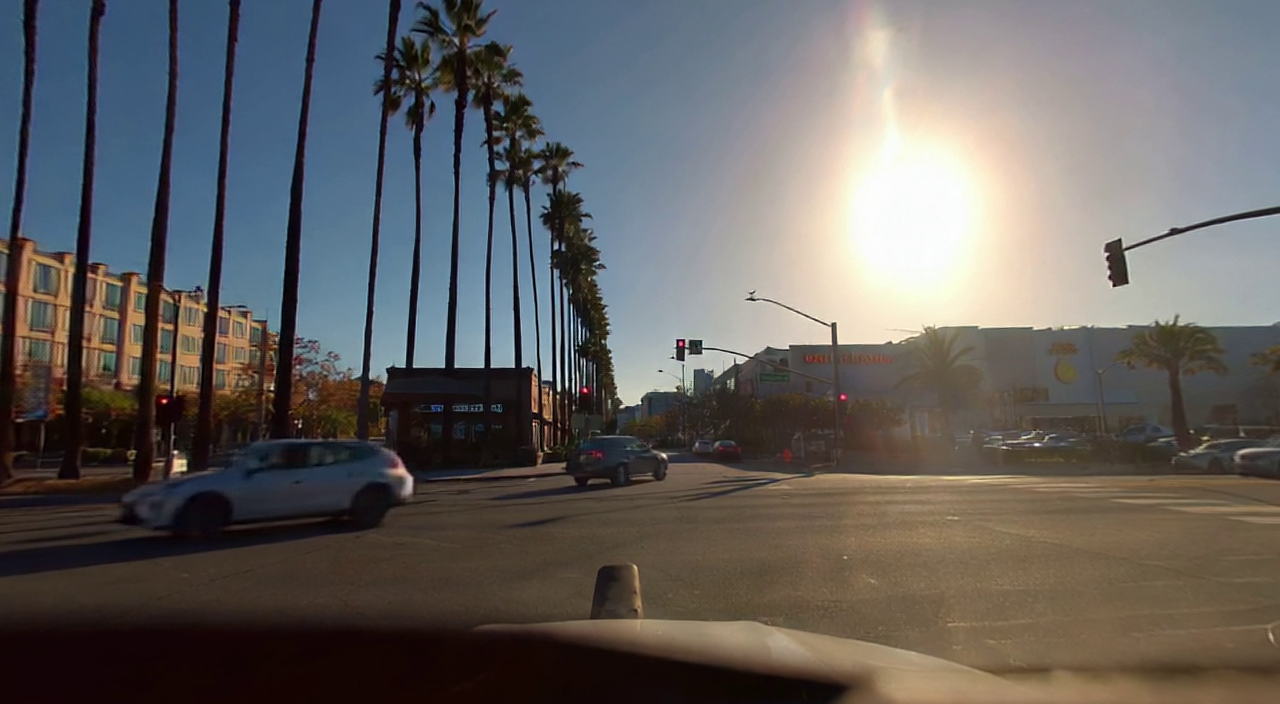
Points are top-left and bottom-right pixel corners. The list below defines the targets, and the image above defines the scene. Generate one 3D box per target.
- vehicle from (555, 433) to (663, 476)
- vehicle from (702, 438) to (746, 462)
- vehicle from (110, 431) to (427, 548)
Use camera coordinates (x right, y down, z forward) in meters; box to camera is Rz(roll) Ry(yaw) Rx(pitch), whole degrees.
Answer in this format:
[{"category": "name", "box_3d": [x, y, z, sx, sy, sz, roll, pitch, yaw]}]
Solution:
[{"category": "vehicle", "box_3d": [-1.206, 4.303, 26.637, 1.999, 1.653, 4.603, -7, -11, 39]}, {"category": "vehicle", "box_3d": [5.734, 6.763, 43.420, 1.890, 1.572, 3.826, 2, -9, -11]}, {"category": "vehicle", "box_3d": [-5.871, 2.121, 10.424, 1.828, 1.512, 4.035, -6, -11, 37]}]
